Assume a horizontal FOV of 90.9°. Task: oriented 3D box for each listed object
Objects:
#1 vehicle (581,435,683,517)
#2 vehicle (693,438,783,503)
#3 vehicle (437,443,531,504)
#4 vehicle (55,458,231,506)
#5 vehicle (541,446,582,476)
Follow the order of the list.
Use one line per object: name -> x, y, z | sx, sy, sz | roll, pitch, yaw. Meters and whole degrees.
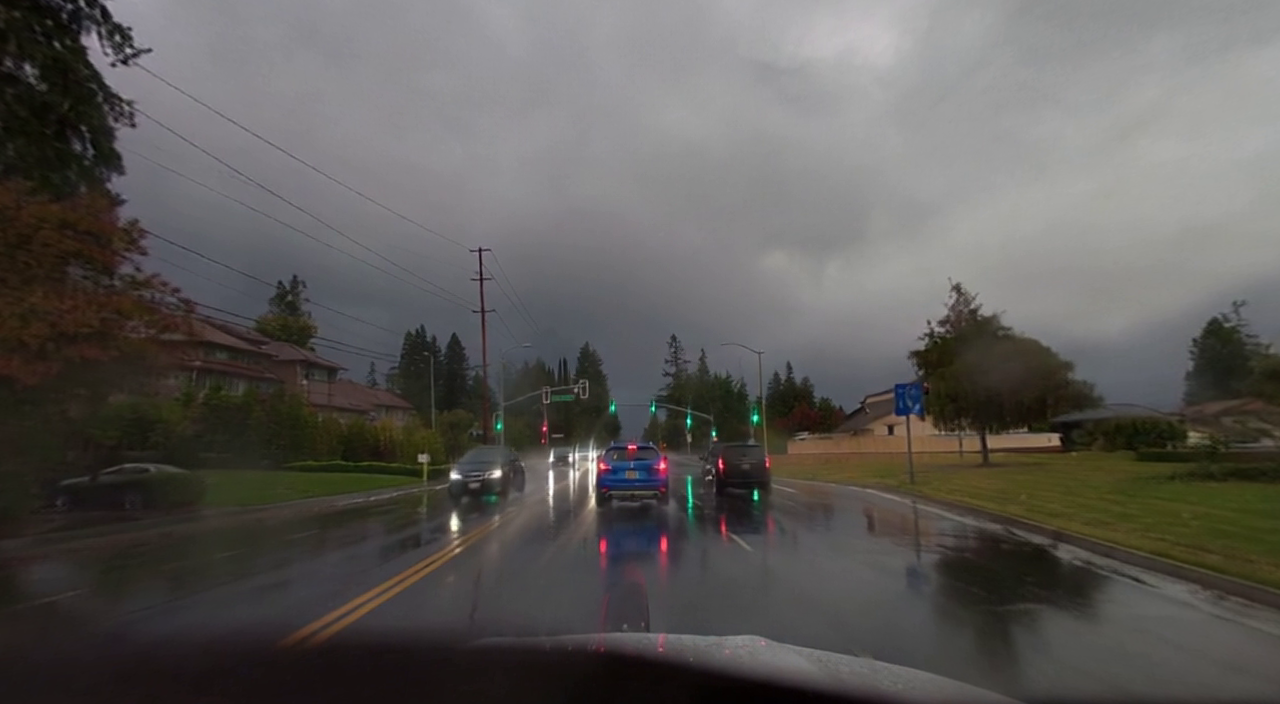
vehicle -> -0.196, 2.941, 15.458 | 2.151, 1.695, 4.100 | 0, -8, -1
vehicle -> 2.832, 3.547, 19.320 | 1.967, 1.756, 4.281 | 0, -8, -1
vehicle -> -4.817, 3.782, 20.080 | 2.063, 1.727, 3.923 | 0, -8, -1
vehicle -> -16.493, 4.308, 21.084 | 4.245, 1.446, 1.827 | 0, -8, -2
vehicle -> -5.314, 7.427, 43.334 | 2.197, 1.882, 4.973 | 0, -8, 0
